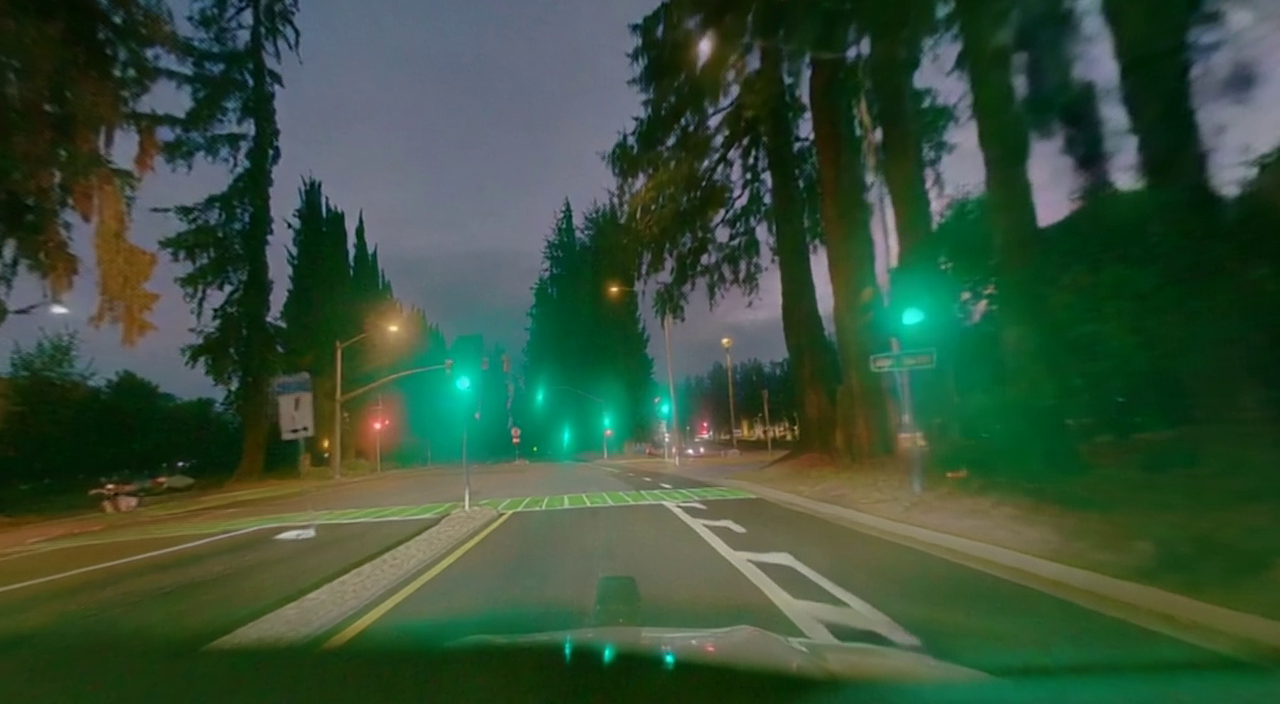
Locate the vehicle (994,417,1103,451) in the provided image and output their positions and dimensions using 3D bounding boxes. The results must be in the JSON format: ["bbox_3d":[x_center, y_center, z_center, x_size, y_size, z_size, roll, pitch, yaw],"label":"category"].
[{"bbox_3d":[19.252,3.904,30.012,1.908,1.467,4.117,3,-8,-12],"label":"vehicle"}]
